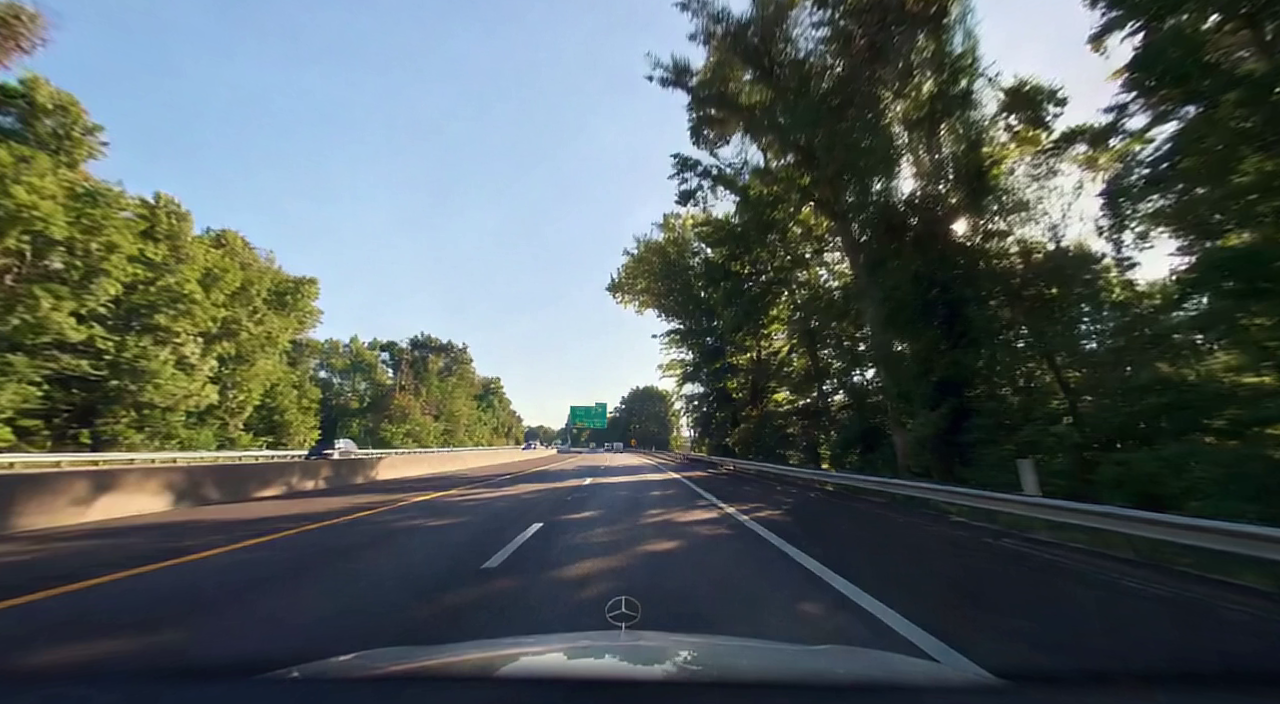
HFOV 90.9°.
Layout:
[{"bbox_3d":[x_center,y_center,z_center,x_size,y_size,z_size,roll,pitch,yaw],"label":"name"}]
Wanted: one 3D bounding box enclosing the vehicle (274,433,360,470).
[{"bbox_3d":[-15.396,4.780,30.309,1.981,1.602,4.219,0,-9,-1],"label":"vehicle"}]
